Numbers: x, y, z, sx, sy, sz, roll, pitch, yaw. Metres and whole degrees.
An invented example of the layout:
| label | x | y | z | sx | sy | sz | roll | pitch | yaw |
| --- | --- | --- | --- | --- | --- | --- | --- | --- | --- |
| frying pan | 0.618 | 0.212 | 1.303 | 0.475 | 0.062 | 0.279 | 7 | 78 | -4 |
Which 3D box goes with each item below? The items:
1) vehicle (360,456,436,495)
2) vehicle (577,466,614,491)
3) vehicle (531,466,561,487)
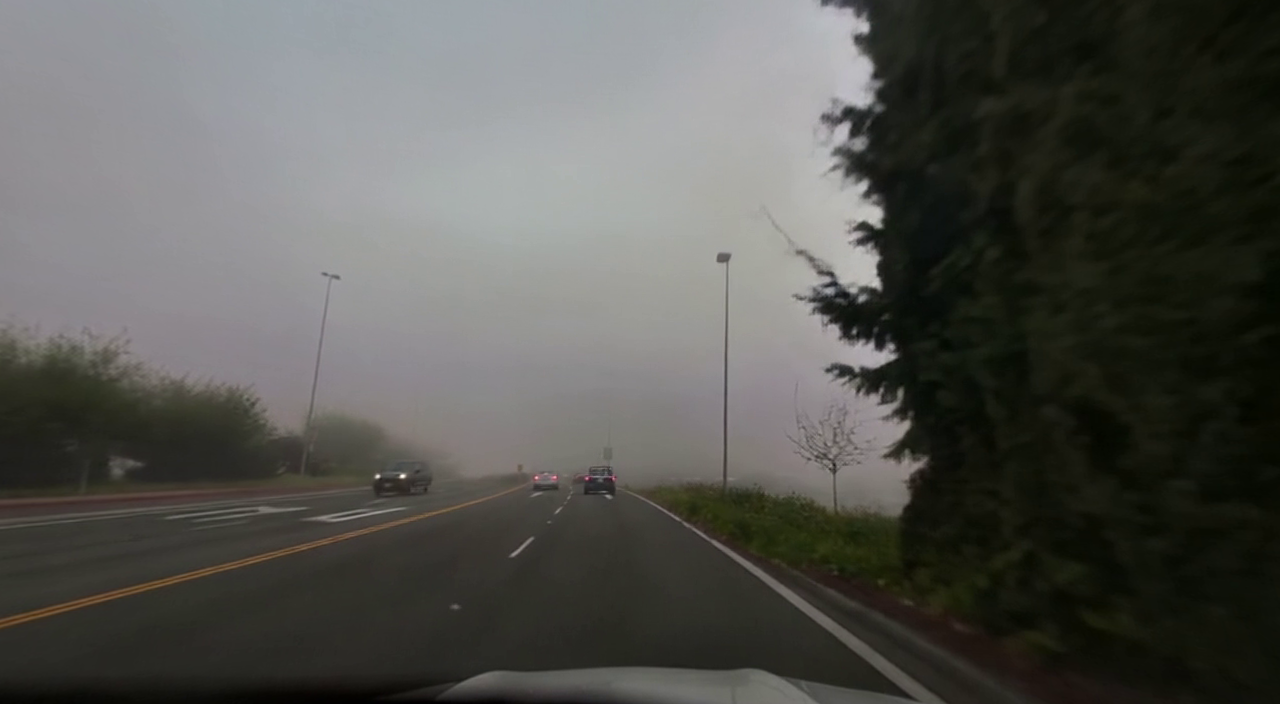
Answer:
| label | x | y | z | sx | sy | sz | roll | pitch | yaw |
| --- | --- | --- | --- | --- | --- | --- | --- | --- | --- |
| vehicle | -11.436 | 5.895 | 30.183 | 2.183 | 1.665 | 4.498 | 2 | -10 | -5 |
| vehicle | -2.900 | 8.082 | 40.336 | 2.129 | 1.471 | 4.258 | 2 | -10 | -7 |
| vehicle | -6.908 | 9.180 | 46.582 | 2.030 | 1.441 | 4.806 | 2 | -11 | -7 |
